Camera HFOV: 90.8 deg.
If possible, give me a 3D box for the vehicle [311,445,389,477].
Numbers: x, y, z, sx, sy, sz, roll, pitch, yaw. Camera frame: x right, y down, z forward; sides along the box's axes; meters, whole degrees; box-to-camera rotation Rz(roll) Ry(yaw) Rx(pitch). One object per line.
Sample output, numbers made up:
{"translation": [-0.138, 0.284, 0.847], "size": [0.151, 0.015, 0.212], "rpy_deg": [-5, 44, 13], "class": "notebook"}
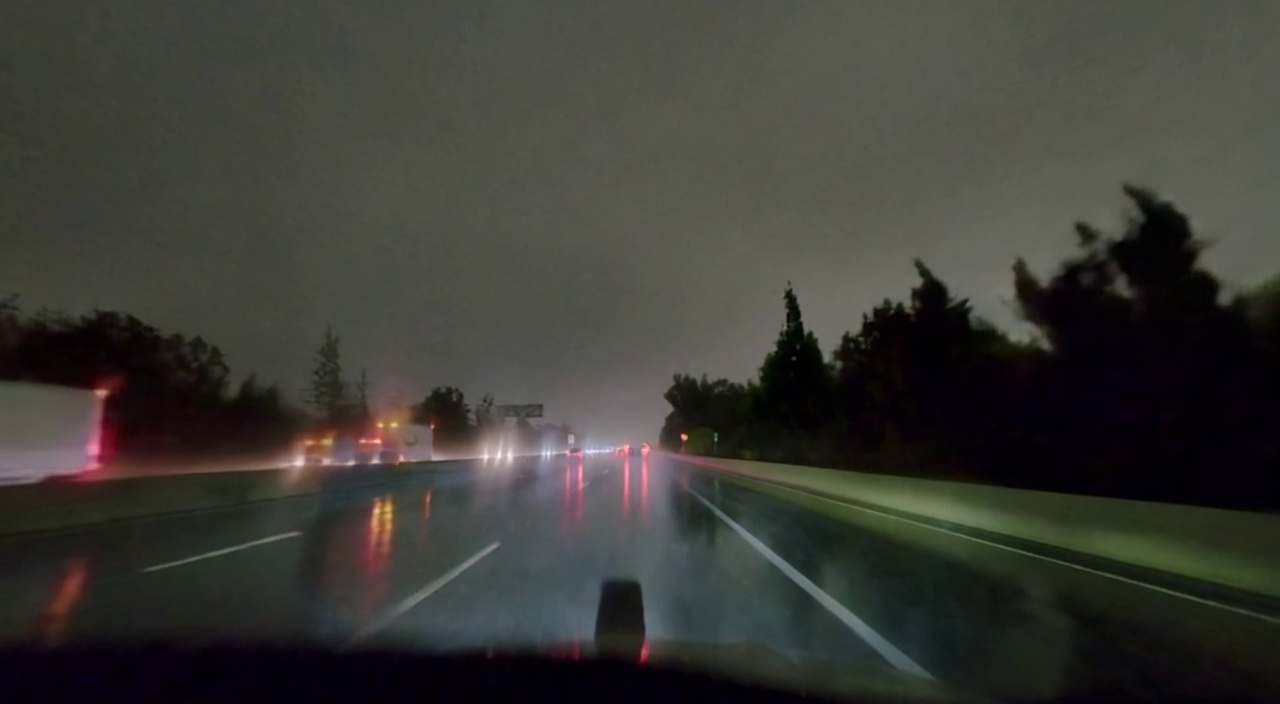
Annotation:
{"translation": [-15.641, 5.900, 34.337], "size": [2.023, 1.572, 4.568], "rpy_deg": [0, -9, 1], "class": "vehicle"}
